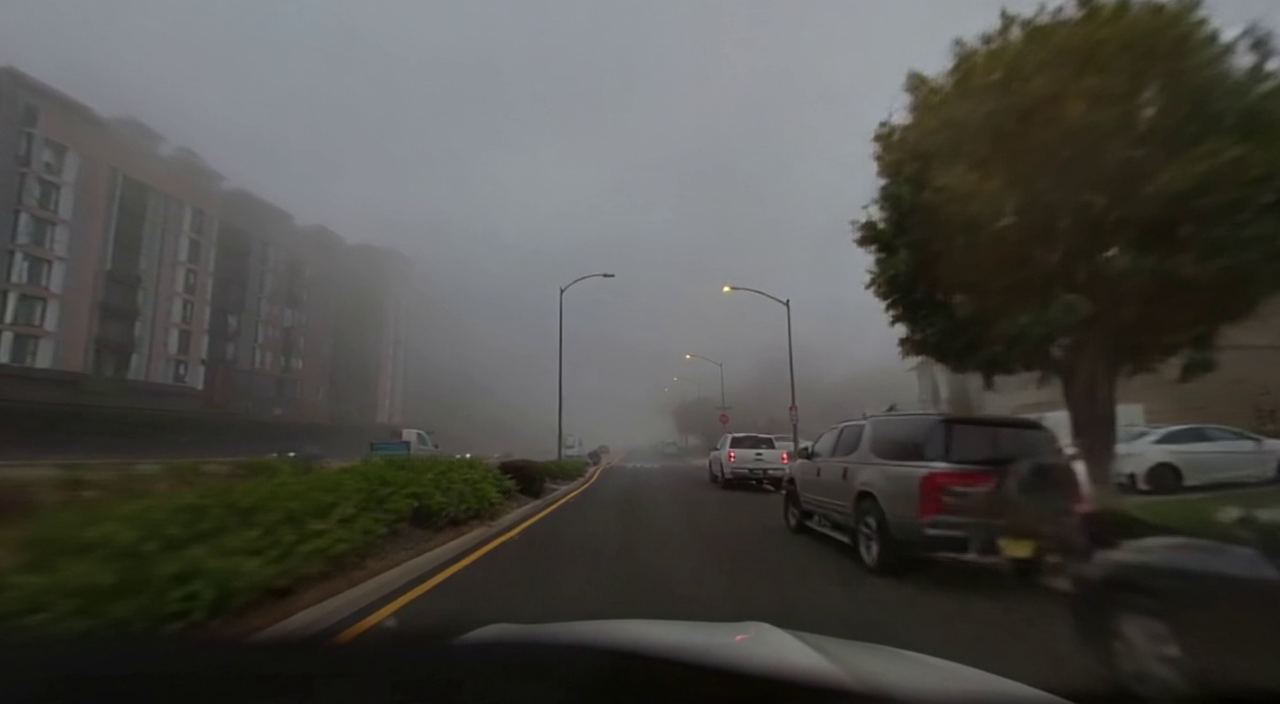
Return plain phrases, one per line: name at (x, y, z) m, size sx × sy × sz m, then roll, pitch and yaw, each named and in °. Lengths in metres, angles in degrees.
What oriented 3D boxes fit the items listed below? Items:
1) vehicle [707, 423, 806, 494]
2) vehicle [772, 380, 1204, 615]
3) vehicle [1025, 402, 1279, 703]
vehicle at (3.266, 3.113, 18.687) m, size 2.067 × 1.846 × 4.384 m, roll 0°, pitch -8°, yaw 0°
vehicle at (3.162, 1.458, 7.266) m, size 2.150 × 1.770 × 4.801 m, roll 0°, pitch -9°, yaw -1°
vehicle at (3.185, 0.793, 1.503) m, size 1.848 × 1.442 × 4.425 m, roll 0°, pitch -8°, yaw 2°
